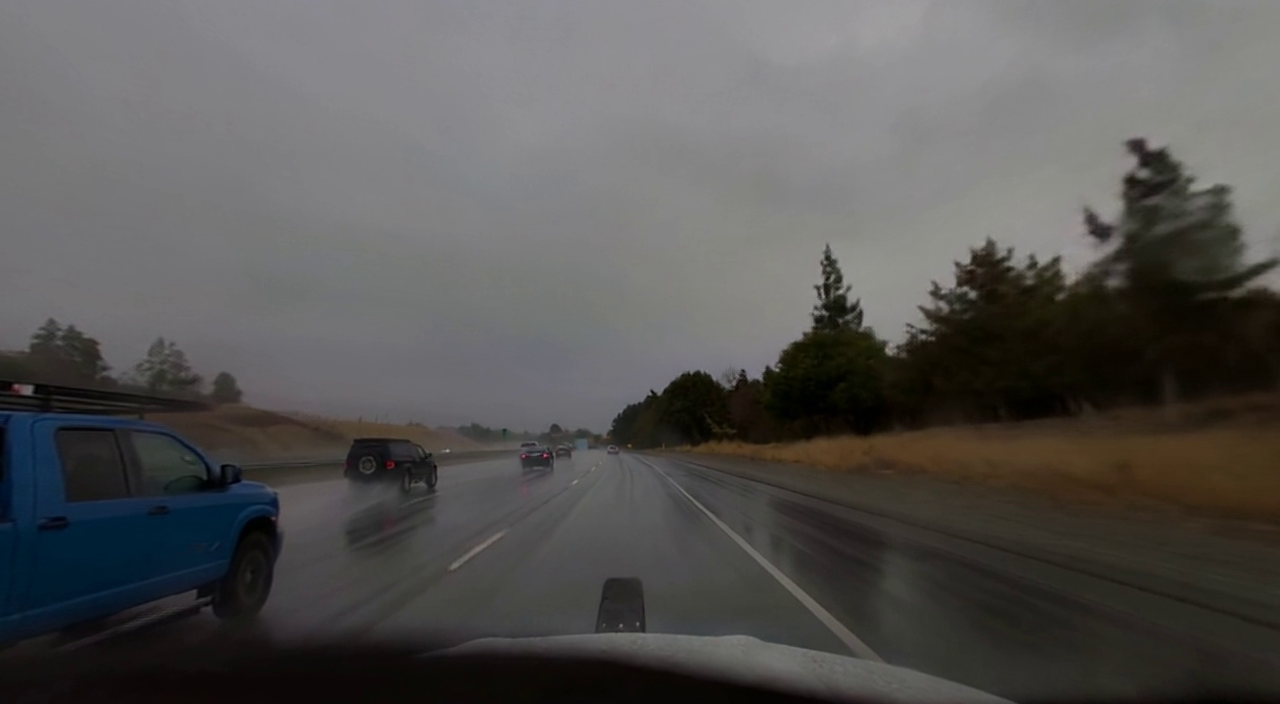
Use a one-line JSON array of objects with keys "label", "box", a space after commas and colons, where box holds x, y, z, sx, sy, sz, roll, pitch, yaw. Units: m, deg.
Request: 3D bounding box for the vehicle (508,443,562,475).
[{"label": "vehicle", "box": [-5.240, 5.419, 32.078, 2.012, 1.509, 4.359, 0, -9, 0]}]

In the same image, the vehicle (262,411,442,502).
[{"label": "vehicle", "box": [-8.215, 3.105, 18.967, 2.594, 2.254, 6.028, 0, -9, -1]}]

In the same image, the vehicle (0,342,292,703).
[{"label": "vehicle", "box": [-4.057, 0.831, 2.687, 2.200, 1.807, 5.041, 0, -9, 1]}]
